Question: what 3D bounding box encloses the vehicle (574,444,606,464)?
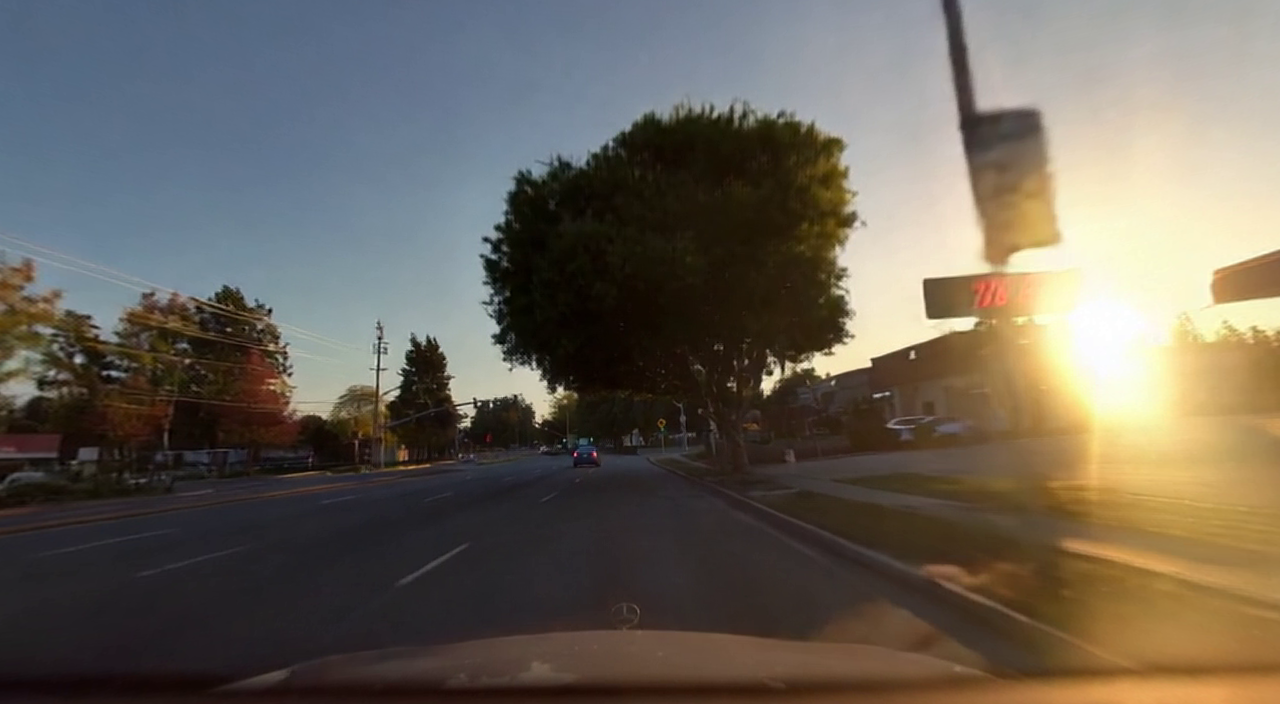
[{"bbox_3d":[-3.813,7.874,48.885,2.054,1.449,4.772,0,-8,1],"label":"vehicle"}]
